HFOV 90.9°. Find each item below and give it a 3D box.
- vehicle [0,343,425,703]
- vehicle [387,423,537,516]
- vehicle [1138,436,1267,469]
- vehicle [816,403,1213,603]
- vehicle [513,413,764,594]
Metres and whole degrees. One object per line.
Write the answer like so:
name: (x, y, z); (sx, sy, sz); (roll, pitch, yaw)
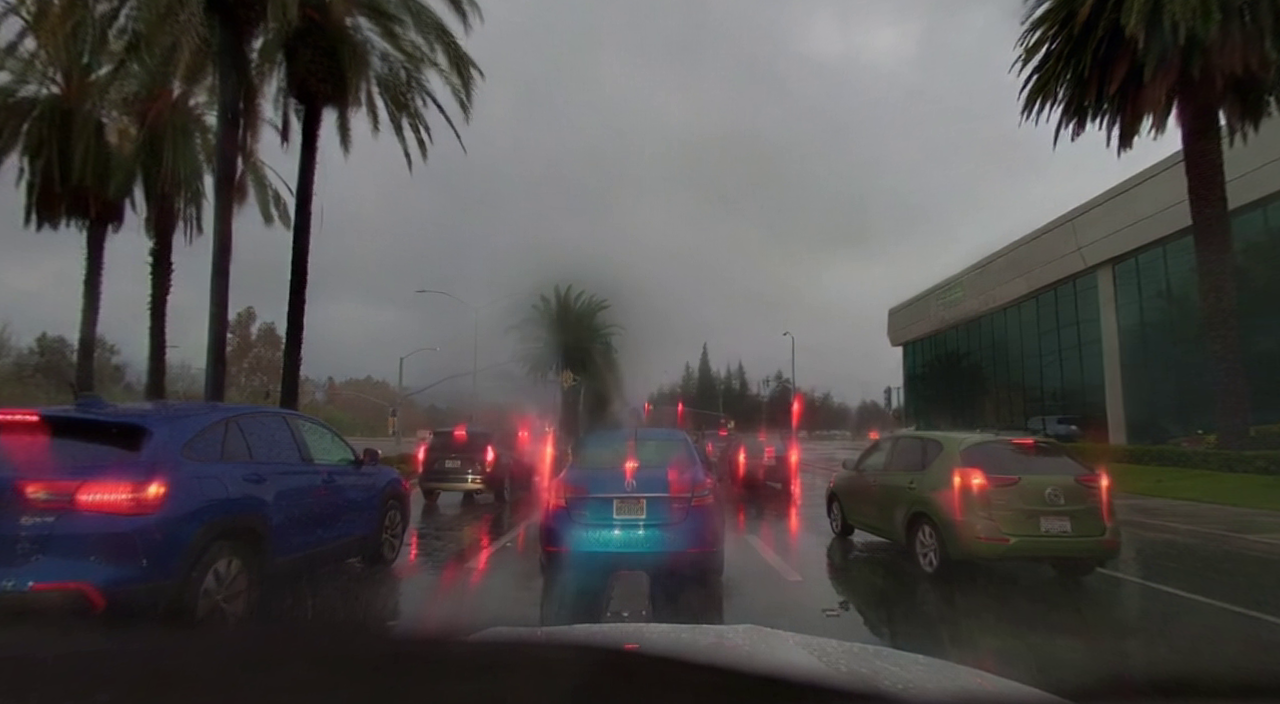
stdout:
vehicle: (-3.532, 1.153, 5.178); (2.014, 1.775, 4.404); (0, -8, -1)
vehicle: (-3.463, 2.359, 13.073); (1.917, 1.631, 3.768); (0, -8, 1)
vehicle: (25.459, 4.550, 28.644); (4.014, 1.417, 1.777); (-1, -8, 5)
vehicle: (3.842, 1.621, 7.679); (2.064, 1.696, 4.431); (0, -8, 0)
vehicle: (-0.053, 1.664, 7.812); (2.219, 1.586, 4.321); (0, -8, -1)
